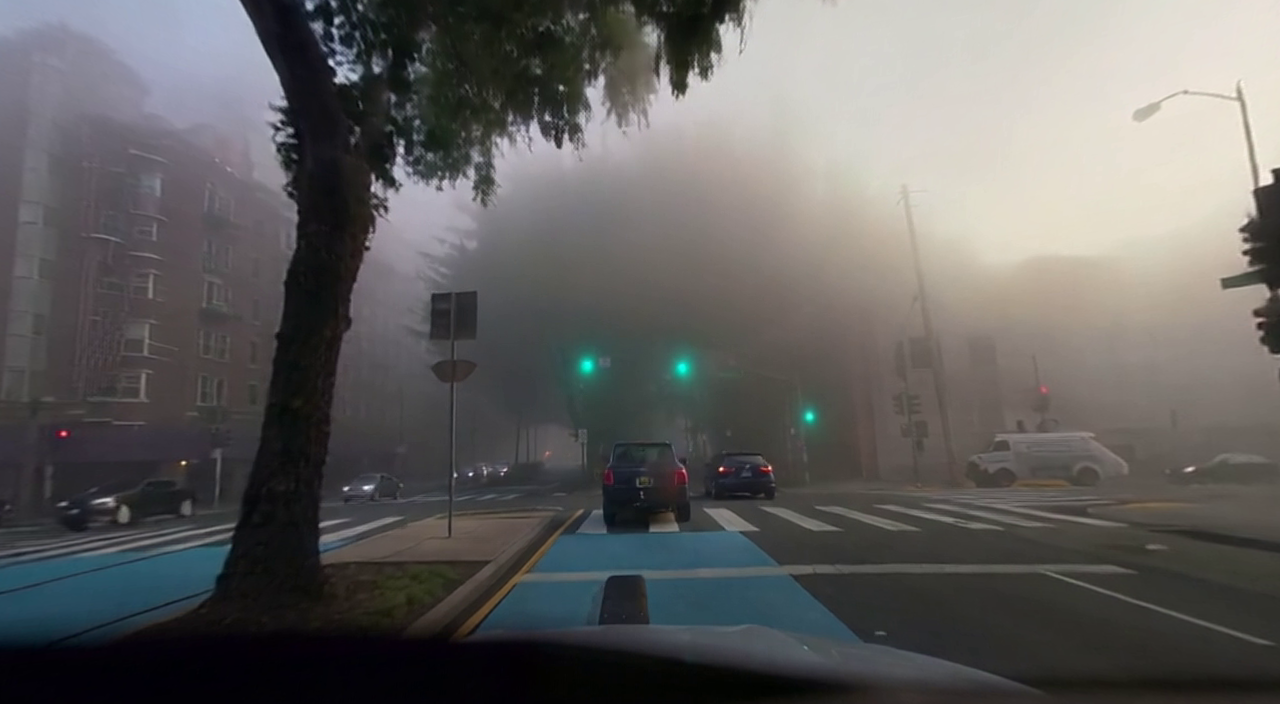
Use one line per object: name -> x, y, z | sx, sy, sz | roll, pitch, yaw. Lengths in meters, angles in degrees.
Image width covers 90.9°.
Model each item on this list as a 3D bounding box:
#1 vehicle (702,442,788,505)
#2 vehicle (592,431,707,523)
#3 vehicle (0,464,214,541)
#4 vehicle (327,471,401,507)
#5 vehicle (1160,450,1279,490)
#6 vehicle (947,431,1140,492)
vehicle -> 3.220, 3.793, 20.149 | 1.939, 1.746, 4.091 | 0, -9, -2
vehicle -> 0.154, 2.734, 14.313 | 2.209, 1.748, 4.130 | 0, -9, -1
vehicle -> -17.330, 4.838, 21.065 | 2.185, 1.998, 5.820 | 0, -9, -1
vehicle -> -14.165, 7.045, 32.689 | 1.856, 1.521, 4.309 | 0, -9, 0
vehicle -> 23.071, 4.582, 24.679 | 3.919, 1.446, 1.721 | 0, -9, -2
vehicle -> 14.031, 3.855, 22.272 | 5.156, 2.005, 2.122 | -1, -9, 6
